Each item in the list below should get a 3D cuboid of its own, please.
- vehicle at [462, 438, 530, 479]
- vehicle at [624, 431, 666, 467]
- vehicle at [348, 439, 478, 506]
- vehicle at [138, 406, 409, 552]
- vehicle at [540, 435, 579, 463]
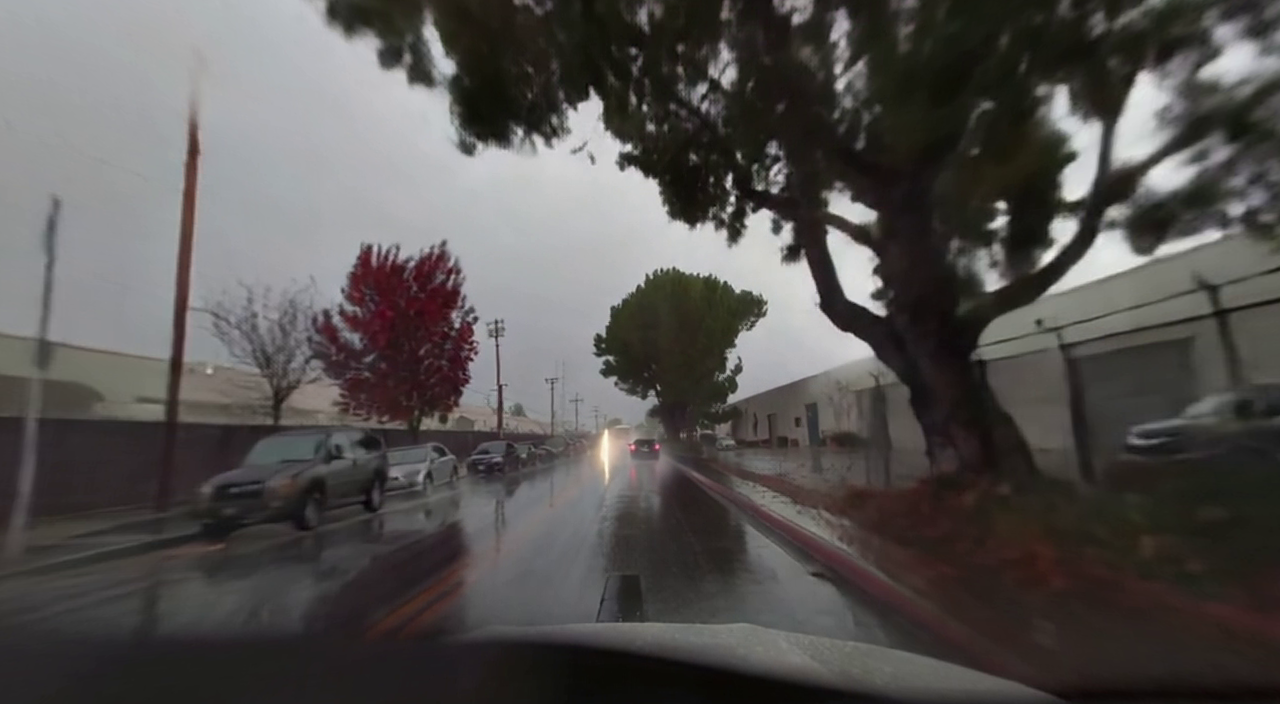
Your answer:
[{"bbox_3d":[-6.247,4.651,27.883,1.926,1.647,4.185,0,-8,1],"label":"vehicle"},{"bbox_3d":[0.245,5.347,34.886,2.152,1.874,4.042,0,-8,0],"label":"vehicle"},{"bbox_3d":[-6.082,3.224,17.473,2.013,1.609,4.152,0,-8,0],"label":"vehicle"},{"bbox_3d":[-6.184,2.220,11.579,2.005,1.989,4.929,-3,-9,0],"label":"vehicle"},{"bbox_3d":[-6.081,7.471,48.337,2.139,1.943,5.295,-1,-10,1],"label":"vehicle"}]
